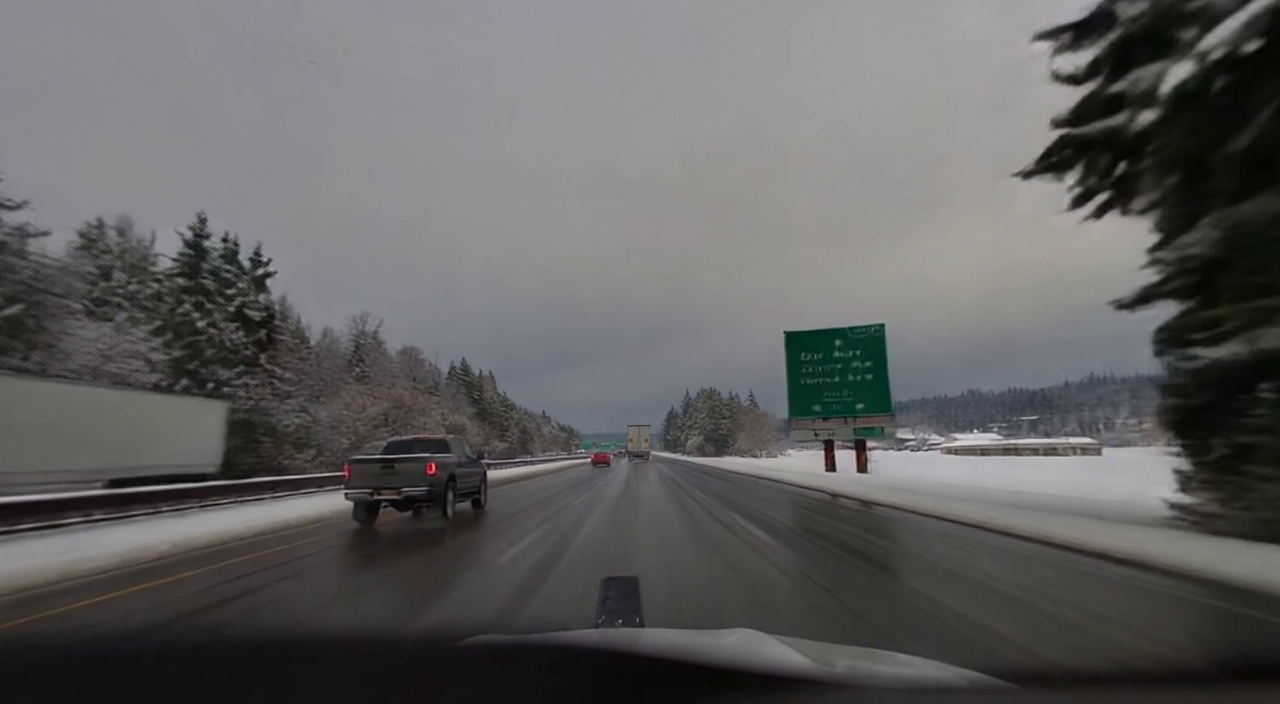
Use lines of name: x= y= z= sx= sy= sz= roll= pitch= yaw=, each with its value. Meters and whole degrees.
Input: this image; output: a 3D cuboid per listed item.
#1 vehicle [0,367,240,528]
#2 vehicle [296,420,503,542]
vehicle: x=-17.694 y=2.810 z=18.433 sx=2.882 sy=4.056 sz=13.958 roll=0 pitch=-9 yaw=0
vehicle: x=-4.208 y=2.348 z=12.100 sx=2.079 sy=1.845 sz=4.654 roll=0 pitch=-9 yaw=1
